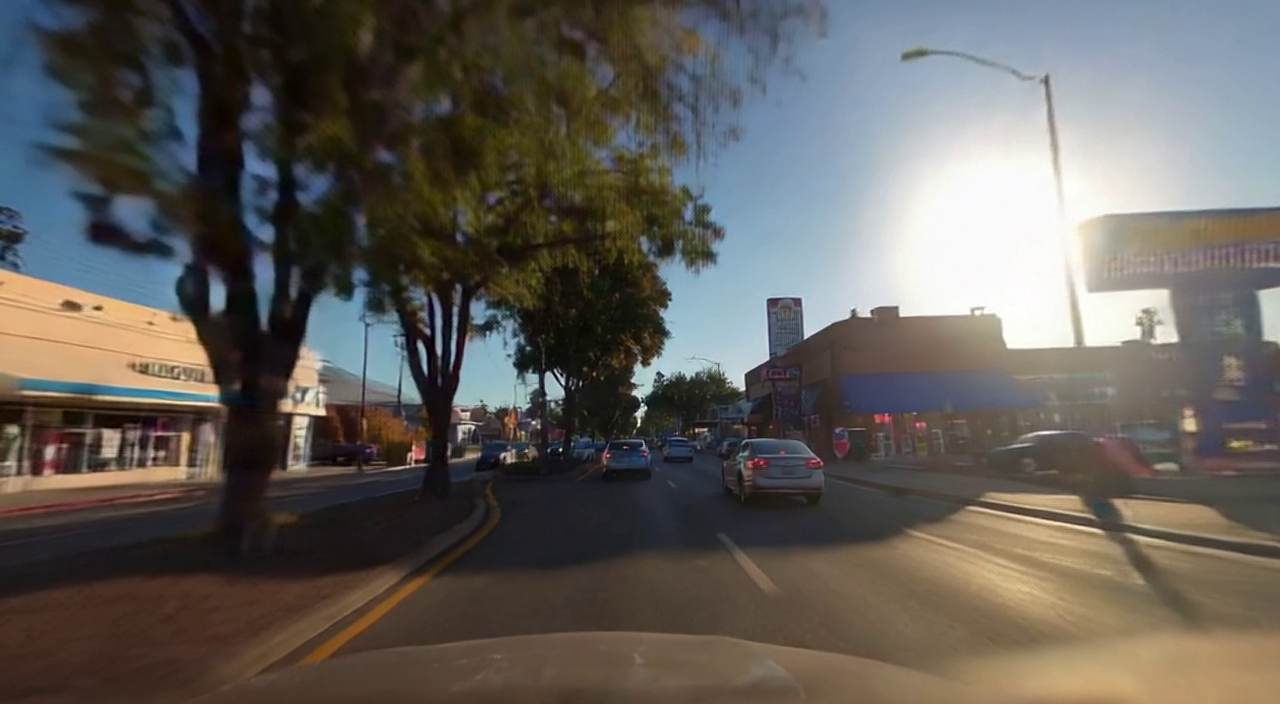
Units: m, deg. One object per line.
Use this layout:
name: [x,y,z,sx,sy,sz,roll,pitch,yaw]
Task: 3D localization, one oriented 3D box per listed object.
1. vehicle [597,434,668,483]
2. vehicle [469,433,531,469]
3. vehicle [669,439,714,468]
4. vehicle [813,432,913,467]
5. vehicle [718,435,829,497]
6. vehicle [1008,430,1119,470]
vehicle: [-0.276,3.718,22.334,2.232,1.508,4.319,0,-9,-1]
vehicle: [-8.277,5.950,38.036,2.320,1.949,5.755,-1,-9,2]
vehicle: [2.832,5.696,35.711,2.098,1.527,3.966,0,-9,-2]
vehicle: [11.414,5.012,32.575,4.291,1.652,2.122,1,-9,-7]
vehicle: [3.459,3.046,17.279,2.060,1.471,4.168,0,-9,-1]
vehicle: [17.509,4.107,26.461,1.772,1.478,4.381,0,-9,2]
